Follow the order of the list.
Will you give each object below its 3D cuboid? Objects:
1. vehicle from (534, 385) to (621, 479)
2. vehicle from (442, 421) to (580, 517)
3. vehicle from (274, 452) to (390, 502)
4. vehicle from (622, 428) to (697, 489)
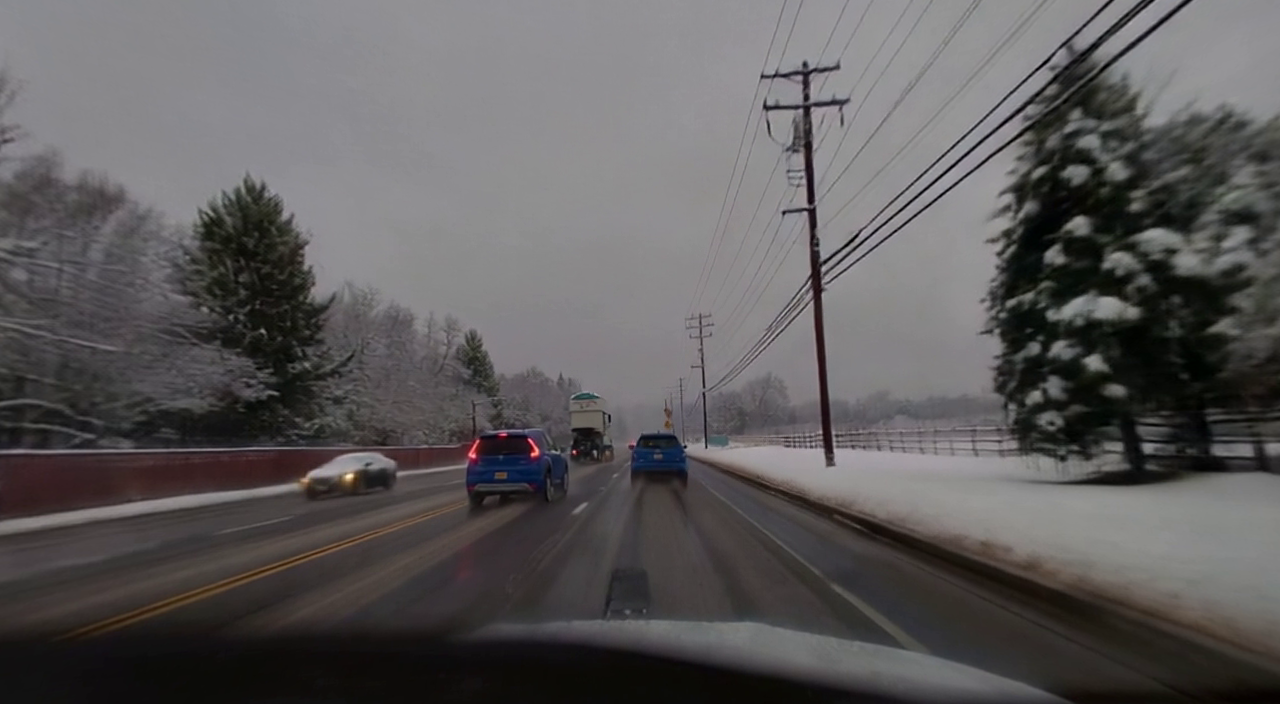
[{"bbox_3d":[-2.634,3.974,30.388,2.928,3.658,10.953,0,-9,1],"label":"vehicle"},{"bbox_3d":[-2.709,2.595,14.455,2.093,1.832,4.508,0,-9,1],"label":"vehicle"},{"bbox_3d":[-11.525,4.662,24.018,2.077,1.638,4.584,0,-9,0],"label":"vehicle"},{"bbox_3d":[0.610,3.429,20.549,2.174,1.749,4.113,0,-9,1],"label":"vehicle"}]
